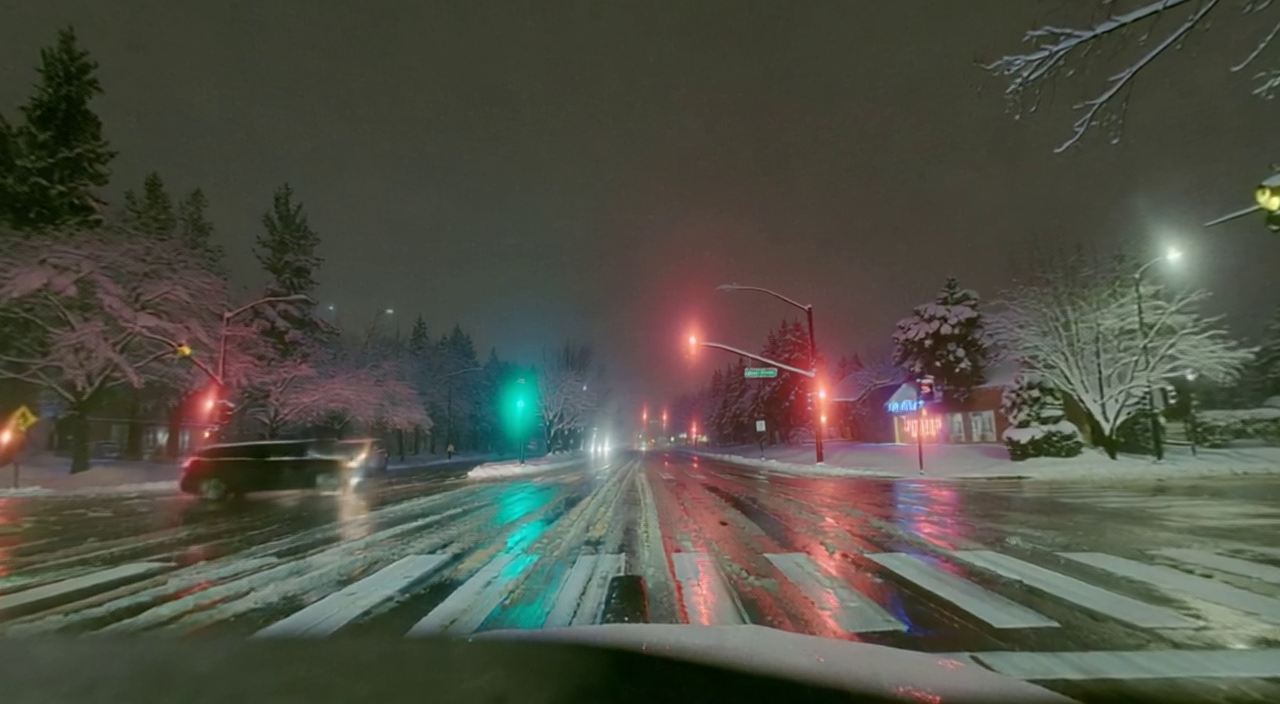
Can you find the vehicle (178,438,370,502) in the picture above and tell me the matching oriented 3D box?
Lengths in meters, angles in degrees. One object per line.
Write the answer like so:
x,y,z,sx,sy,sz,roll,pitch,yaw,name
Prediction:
-10.522,3.398,18.603,4.569,1.658,2.153,3,-9,-24,vehicle
